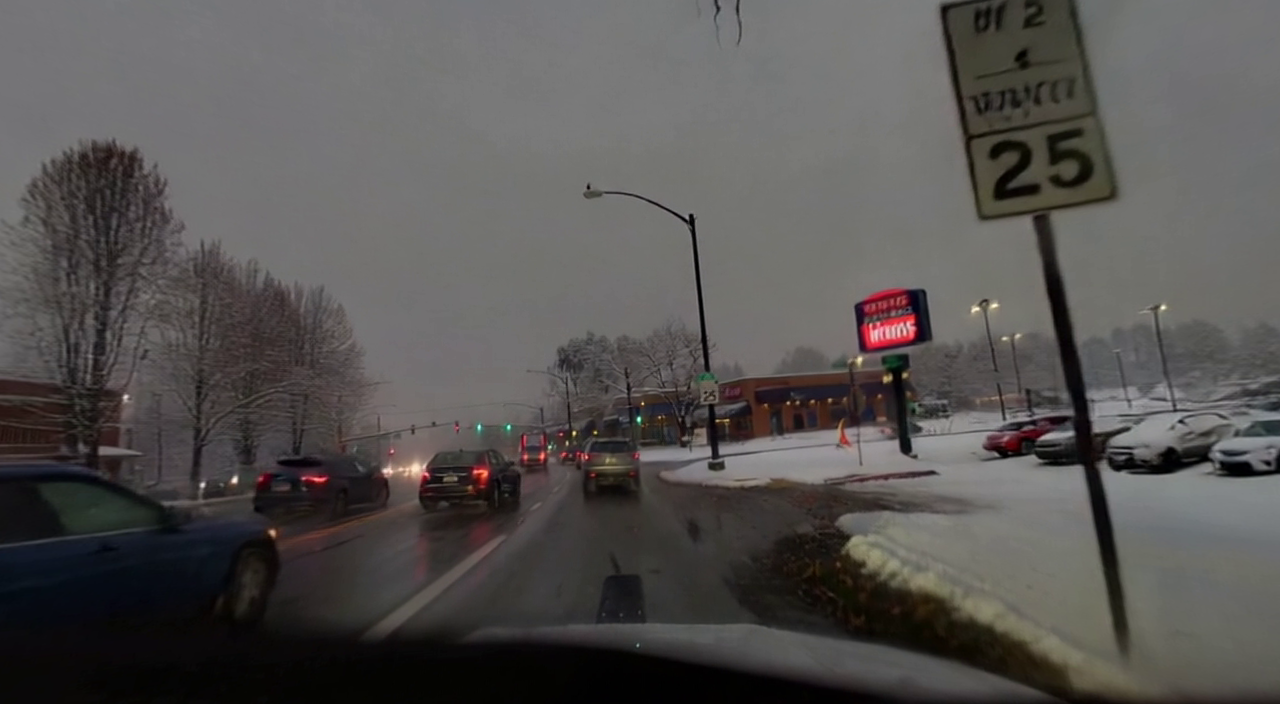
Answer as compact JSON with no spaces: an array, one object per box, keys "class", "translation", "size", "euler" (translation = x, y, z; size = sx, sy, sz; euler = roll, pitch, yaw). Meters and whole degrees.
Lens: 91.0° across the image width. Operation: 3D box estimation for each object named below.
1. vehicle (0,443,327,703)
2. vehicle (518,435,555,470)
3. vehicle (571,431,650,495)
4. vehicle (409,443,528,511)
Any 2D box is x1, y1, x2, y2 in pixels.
[{"class":"vehicle","translation":[-4.180,1.273,3.549],"size":[2.090,1.506,5.326],"euler":[1,-9,0]},{"class":"vehicle","translation":[-6.377,6.210,39.026],"size":[2.082,2.018,4.308],"euler":[2,-9,-8]},{"class":"vehicle","translation":[-0.943,3.344,19.248],"size":[2.144,1.704,4.028],"euler":[1,-9,-4]},{"class":"vehicle","translation":[-4.383,3.256,16.949],"size":[1.974,1.549,4.603],"euler":[1,-9,-1]}]
